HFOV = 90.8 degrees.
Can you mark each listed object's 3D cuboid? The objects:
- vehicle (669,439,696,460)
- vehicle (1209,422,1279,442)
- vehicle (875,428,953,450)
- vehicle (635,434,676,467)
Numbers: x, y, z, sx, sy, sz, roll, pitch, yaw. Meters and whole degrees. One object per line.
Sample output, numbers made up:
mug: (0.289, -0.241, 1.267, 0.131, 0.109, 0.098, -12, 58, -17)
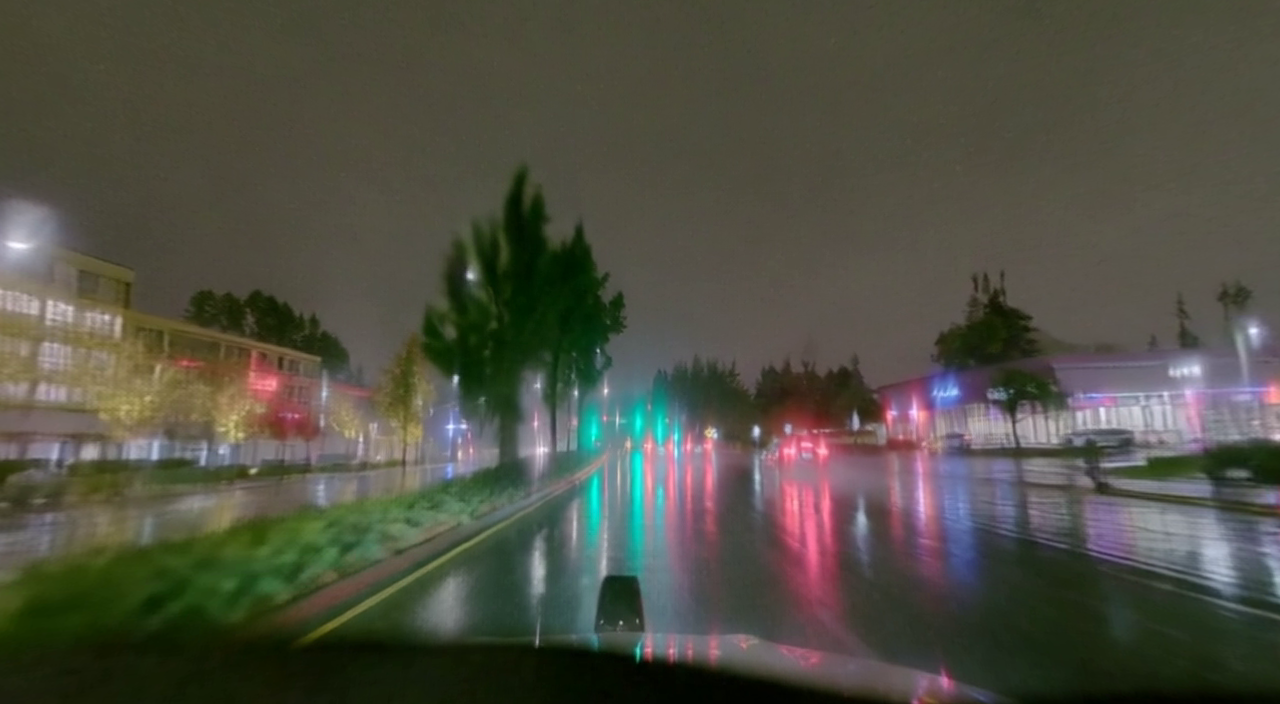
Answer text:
vehicle: (3.086, 7.191, 46.537, 1.685, 1.441, 3.795, 0, -8, -1)
vehicle: (47.136, 6.216, 48.903, 1.822, 1.462, 4.473, -3, -8, -3)
vehicle: (19.723, 6.298, 45.619, 4.619, 1.447, 2.054, 0, -8, -1)
vehicle: (0.884, 5.363, 34.484, 2.100, 1.683, 4.231, -1, -8, 2)
